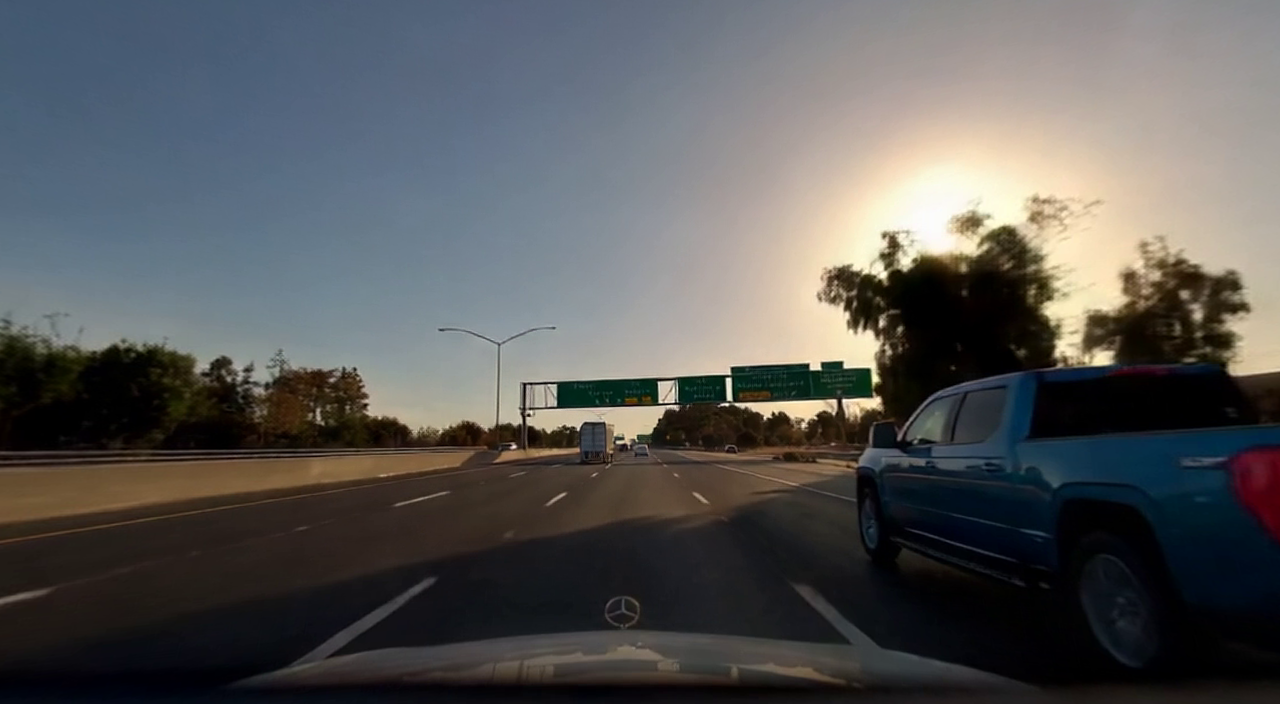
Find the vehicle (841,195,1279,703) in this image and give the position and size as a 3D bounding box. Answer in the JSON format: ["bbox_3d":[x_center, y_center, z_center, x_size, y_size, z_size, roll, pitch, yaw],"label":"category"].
[{"bbox_3d":[3.593,0.777,4.034,2.593,2.110,6.016,0,-9,0],"label":"vehicle"}]
